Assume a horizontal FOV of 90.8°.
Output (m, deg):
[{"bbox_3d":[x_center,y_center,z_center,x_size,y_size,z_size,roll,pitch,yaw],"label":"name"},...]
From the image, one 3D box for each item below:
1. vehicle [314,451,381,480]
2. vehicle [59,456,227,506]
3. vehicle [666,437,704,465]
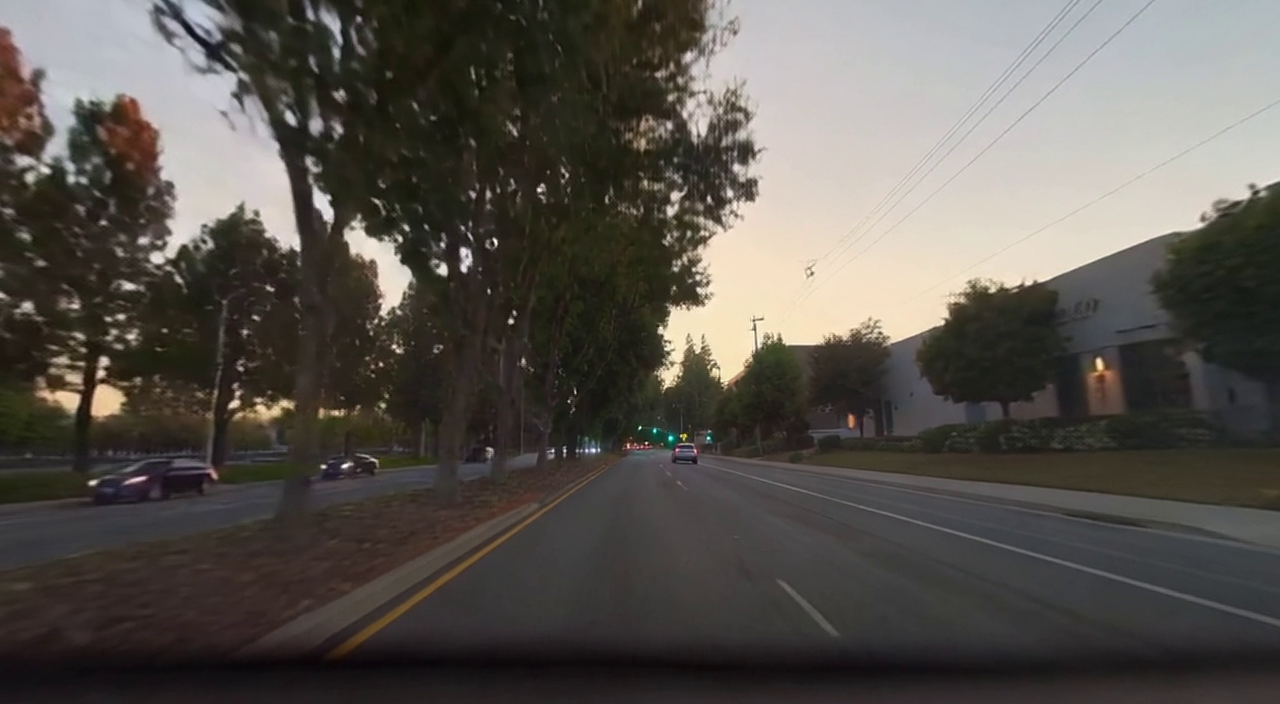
[{"bbox_3d":[-16.722,6.509,36.326,1.857,1.519,3.969,0,-8,1],"label":"vehicle"},{"bbox_3d":[-16.840,4.369,21.819,1.908,1.445,4.730,0,-8,1],"label":"vehicle"},{"bbox_3d":[3.031,6.801,43.615,2.085,1.828,5.383,0,-8,-1],"label":"vehicle"}]
